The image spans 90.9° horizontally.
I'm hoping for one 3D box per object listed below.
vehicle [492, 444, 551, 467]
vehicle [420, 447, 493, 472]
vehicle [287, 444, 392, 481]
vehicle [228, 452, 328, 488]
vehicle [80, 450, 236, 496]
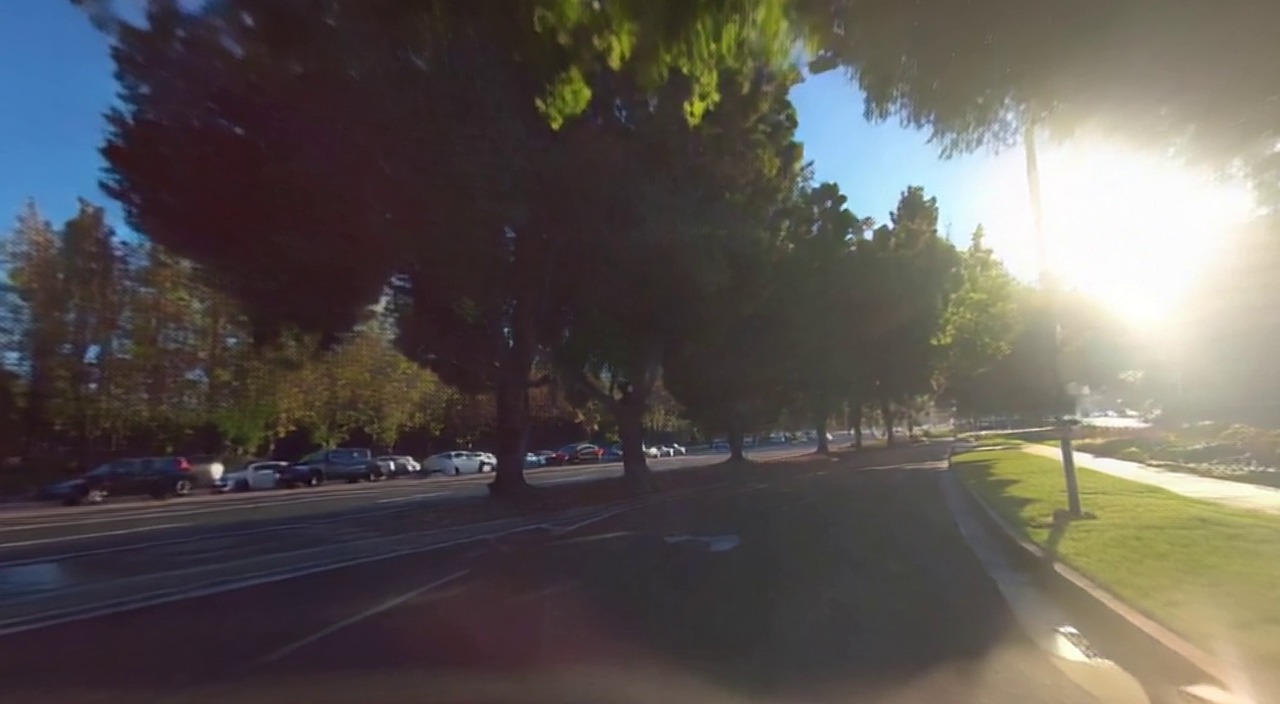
[{"bbox_3d":[-8.614,7.611,46.198,1.851,1.450,4.396,-11,-13,26],"label":"vehicle"},{"bbox_3d":[-11.622,6.807,40.233,1.832,1.473,4.377,-4,-10,29],"label":"vehicle"},{"bbox_3d":[-15.694,5.740,33.192,1.969,1.758,4.662,-4,-9,27],"label":"vehicle"},{"bbox_3d":[-21.190,6.851,37.116,2.123,1.897,4.580,-4,-9,26],"label":"vehicle"},{"bbox_3d":[-19.590,4.892,25.866,1.876,1.642,4.600,-4,-9,27],"label":"vehicle"}]
